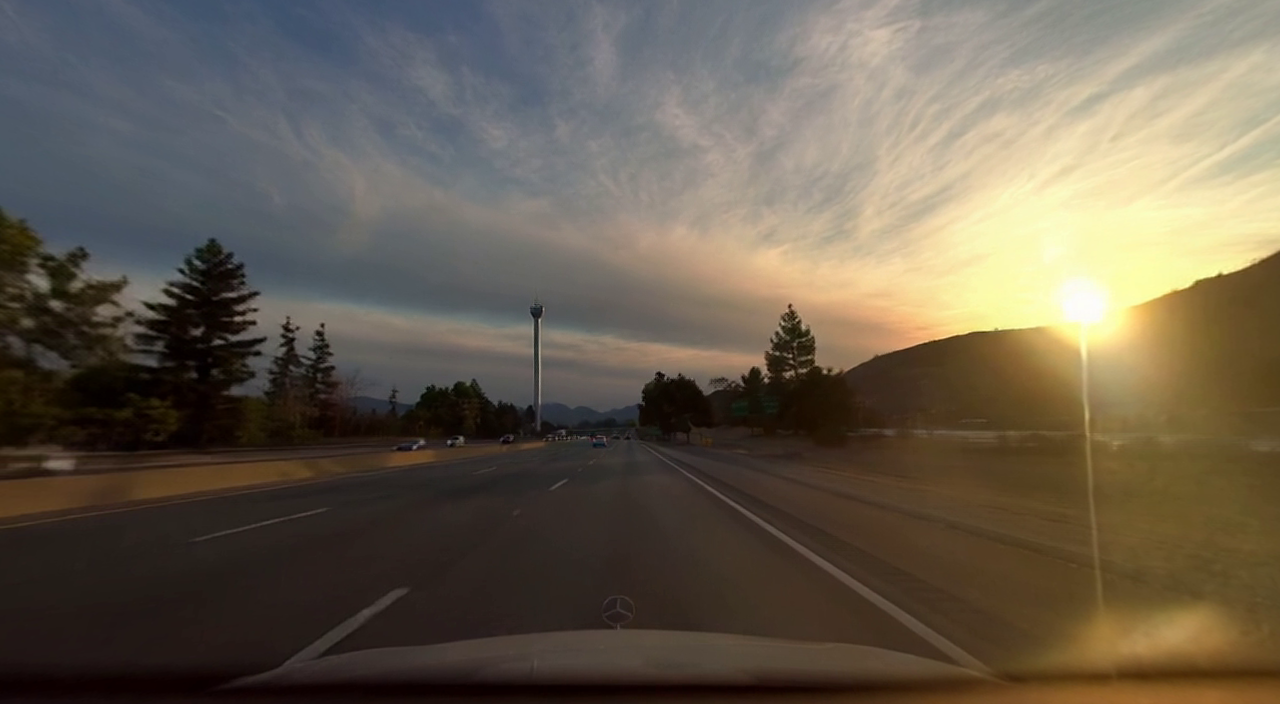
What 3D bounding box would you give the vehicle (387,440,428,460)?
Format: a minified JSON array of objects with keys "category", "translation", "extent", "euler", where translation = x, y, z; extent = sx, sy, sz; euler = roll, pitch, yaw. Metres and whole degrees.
[{"category":"vehicle","translation":[-18.397,7.762,49.954],"extent":[1.807,1.489,3.962],"euler":[0,-8,-1]}]
